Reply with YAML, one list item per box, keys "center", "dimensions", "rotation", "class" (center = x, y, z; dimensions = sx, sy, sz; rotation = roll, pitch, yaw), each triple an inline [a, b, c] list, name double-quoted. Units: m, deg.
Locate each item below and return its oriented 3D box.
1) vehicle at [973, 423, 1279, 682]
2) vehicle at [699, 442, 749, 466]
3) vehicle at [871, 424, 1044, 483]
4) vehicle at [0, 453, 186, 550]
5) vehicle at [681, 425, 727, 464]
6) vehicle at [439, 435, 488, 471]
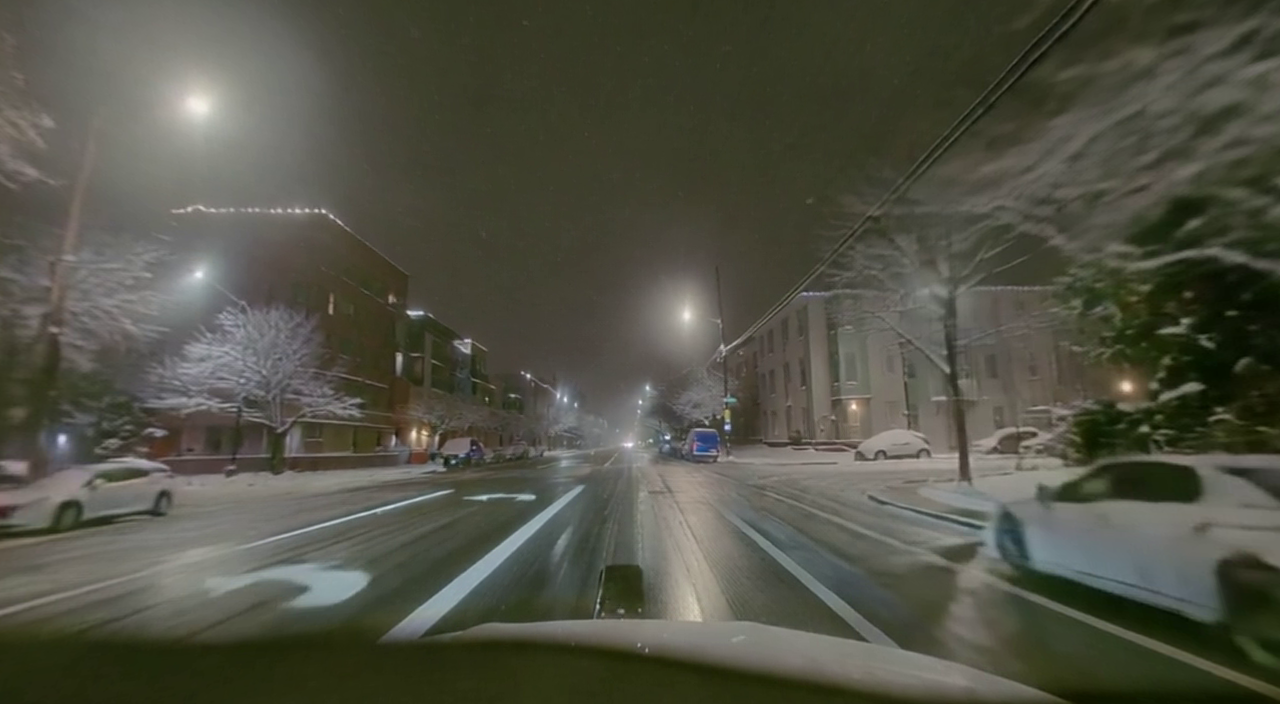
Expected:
- center: [4.884, 1.341, 4.677]
  dimensions: [2.059, 1.546, 4.985]
  rotation: [0, -8, -1]
  class: "vehicle"
- center: [5.338, 6.535, 40.758]
  dimensions: [1.848, 1.468, 4.332]
  rotation: [2, -9, -12]
  class: "vehicle"
- center: [12.038, 3.801, 24.076]
  dimensions: [5.666, 1.871, 2.216]
  rotation: [0, -8, -14]
  class: "vehicle"
- center: [-12.408, 3.094, 13.687]
  dimensions: [1.920, 1.629, 4.599]
  rotation: [-2, -8, -3]
  class: "vehicle"
- center: [4.599, 6.799, 46.286]
  dimensions: [2.414, 2.670, 5.833]
  rotation: [1, -8, -4]
  class: "vehicle"
- center: [-12.912, 7.397, 46.570]
  dimensions: [2.164, 2.386, 5.460]
  rotation: [-2, -7, -1]
  class: "vehicle"
